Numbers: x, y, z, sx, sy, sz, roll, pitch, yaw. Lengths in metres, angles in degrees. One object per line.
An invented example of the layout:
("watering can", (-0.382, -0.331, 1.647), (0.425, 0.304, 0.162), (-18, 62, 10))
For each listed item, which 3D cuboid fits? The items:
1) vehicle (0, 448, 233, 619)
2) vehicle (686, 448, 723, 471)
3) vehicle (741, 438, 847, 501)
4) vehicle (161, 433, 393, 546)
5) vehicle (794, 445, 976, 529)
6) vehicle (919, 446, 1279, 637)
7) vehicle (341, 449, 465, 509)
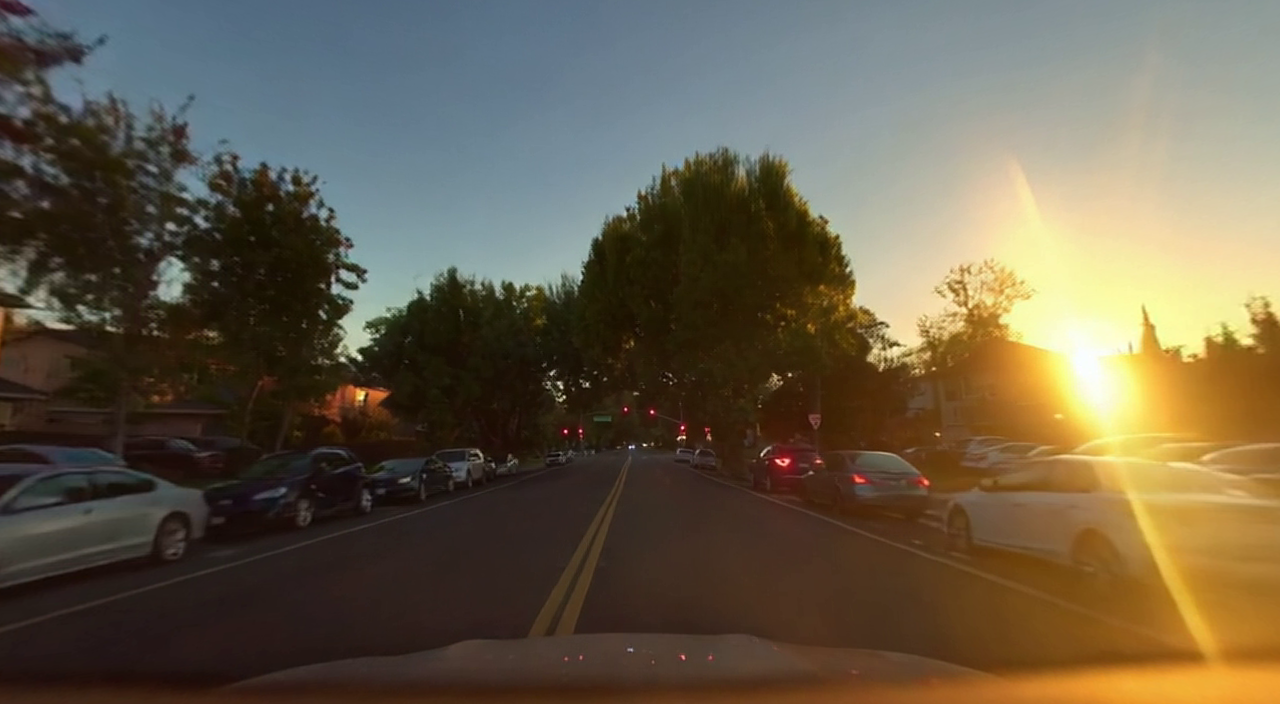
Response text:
("vehicle", (-6.576, 1.749, 6.511), (1.809, 1.499, 4.358), (0, -9, 1))
("vehicle", (4.550, 7.658, 45.175), (1.955, 1.536, 4.395), (0, -9, -3))
("vehicle", (4.560, 3.550, 19.546), (1.992, 1.703, 4.503), (0, -9, -2))
("vehicle", (-6.578, 2.493, 12.198), (1.904, 1.727, 4.530), (0, -9, -2))
("vehicle", (4.938, 2.754, 13.615), (1.830, 1.477, 4.684), (0, -9, -3))
("vehicle", (4.985, 1.774, 7.032), (1.798, 1.432, 4.330), (0, -9, 0))
("vehicle", (-6.549, 3.532, 18.088), (1.811, 1.454, 4.610), (0, -9, -1))
